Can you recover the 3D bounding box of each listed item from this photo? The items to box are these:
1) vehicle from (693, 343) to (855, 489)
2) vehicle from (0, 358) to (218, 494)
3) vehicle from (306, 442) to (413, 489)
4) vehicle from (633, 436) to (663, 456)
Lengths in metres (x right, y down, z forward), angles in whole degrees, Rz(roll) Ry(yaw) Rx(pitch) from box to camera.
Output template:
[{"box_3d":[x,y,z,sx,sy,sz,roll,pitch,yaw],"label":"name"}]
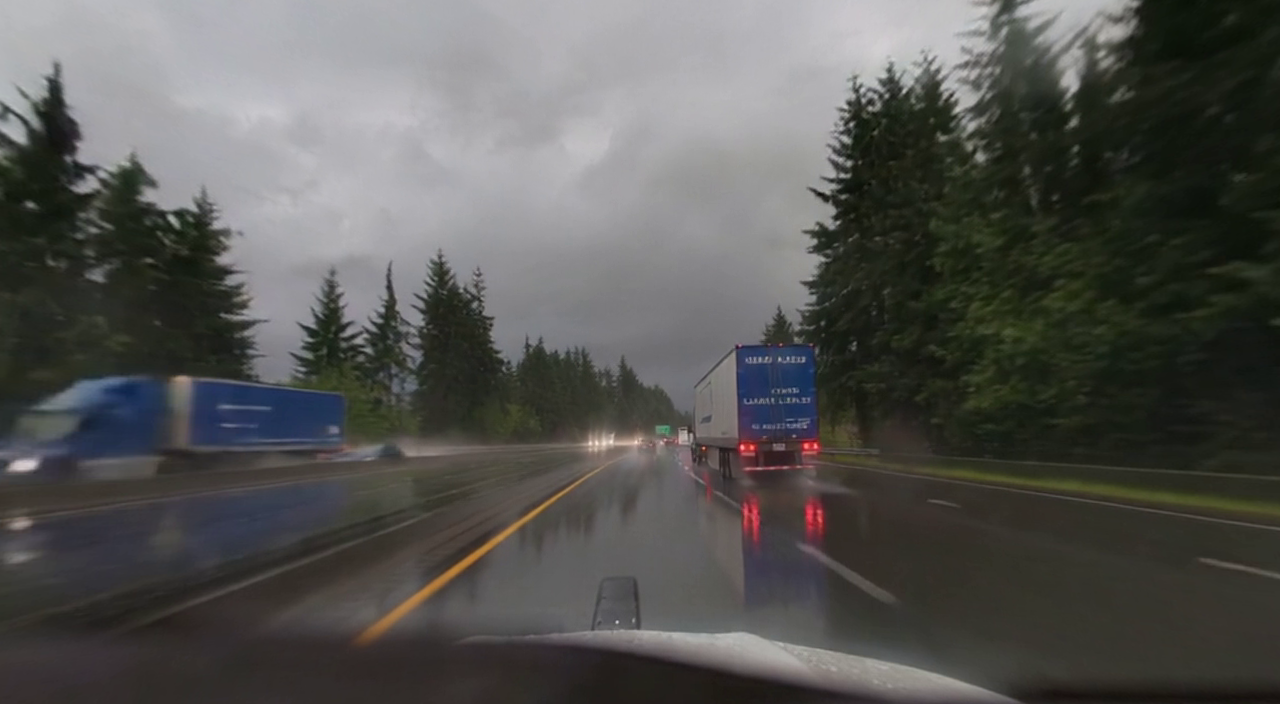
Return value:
[{"box_3d":[4.334,2.684,24.630,3.171,4.072,13.784,0,-8,0],"label":"vehicle"},{"box_3d":[-18.199,2.557,21.698,3.000,4.016,5.901,0,-8,1],"label":"vehicle"},{"box_3d":[-10.279,4.145,23.458,2.142,1.532,3.971,0,-8,1],"label":"vehicle"},{"box_3d":[0.604,7.157,48.209,2.209,1.499,4.144,0,-8,1],"label":"vehicle"}]
